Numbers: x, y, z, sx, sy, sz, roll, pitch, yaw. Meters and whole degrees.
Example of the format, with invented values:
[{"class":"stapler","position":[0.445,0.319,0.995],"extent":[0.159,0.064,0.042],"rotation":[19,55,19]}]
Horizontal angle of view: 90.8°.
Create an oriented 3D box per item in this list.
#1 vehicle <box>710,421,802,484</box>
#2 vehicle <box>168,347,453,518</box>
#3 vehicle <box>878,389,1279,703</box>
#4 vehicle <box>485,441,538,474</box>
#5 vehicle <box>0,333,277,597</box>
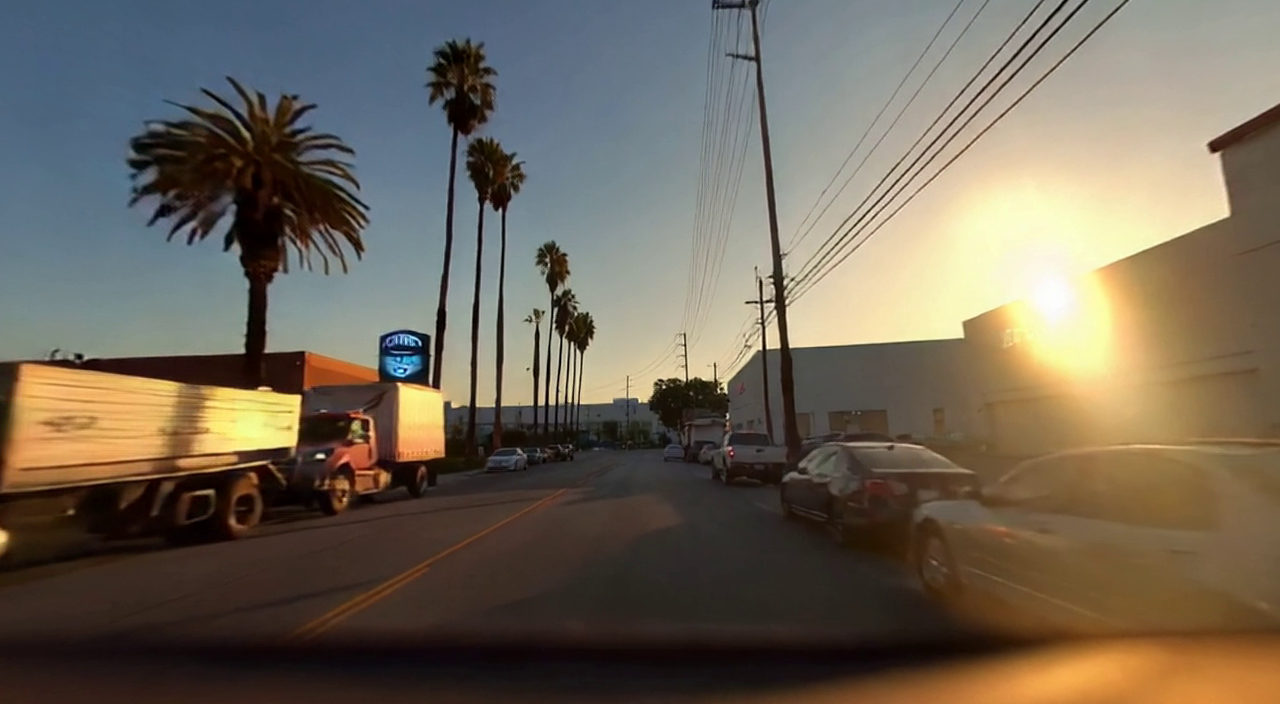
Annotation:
[{"class":"vehicle","position":[4.046,3.675,23.263],"extent":[2.400,1.985,6.155],"rotation":[-1,-8,2]},{"class":"vehicle","position":[-7.798,2.180,16.676],"extent":[2.941,3.418,7.738],"rotation":[-1,-8,3]},{"class":"vehicle","position":[3.539,1.137,3.887],"extent":[2.246,1.533,4.971],"rotation":[0,-8,1]},{"class":"vehicle","position":[-7.282,5.997,36.100],"extent":[1.936,1.632,4.145],"rotation":[-3,-8,3]},{"class":"vehicle","position":[-8.162,1.459,8.128],"extent":[2.845,2.738,7.208],"rotation":[-3,-8,-1]}]
